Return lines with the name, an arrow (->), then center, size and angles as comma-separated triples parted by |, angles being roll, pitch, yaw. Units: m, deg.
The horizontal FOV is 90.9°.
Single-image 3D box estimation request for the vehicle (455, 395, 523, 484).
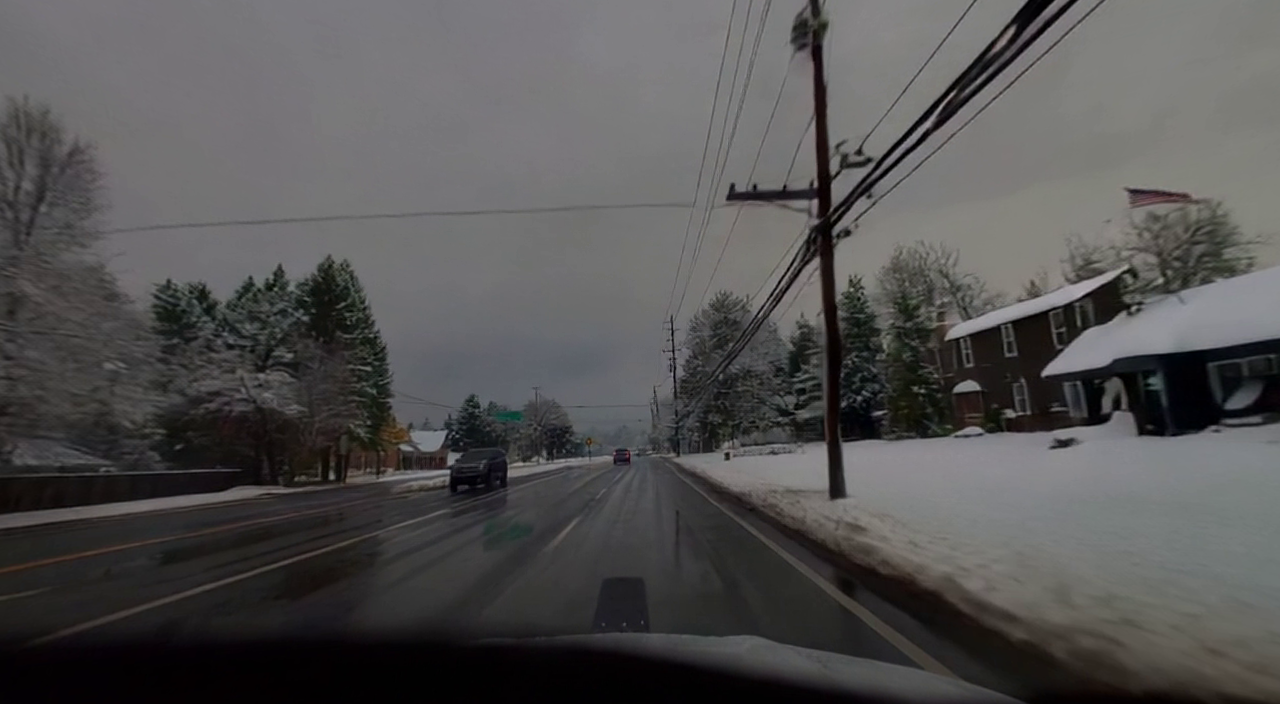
vehicle -> -6.716, 3.936, 28.346 | 2.365, 3.642, 3.374 | -2, -9, -4
